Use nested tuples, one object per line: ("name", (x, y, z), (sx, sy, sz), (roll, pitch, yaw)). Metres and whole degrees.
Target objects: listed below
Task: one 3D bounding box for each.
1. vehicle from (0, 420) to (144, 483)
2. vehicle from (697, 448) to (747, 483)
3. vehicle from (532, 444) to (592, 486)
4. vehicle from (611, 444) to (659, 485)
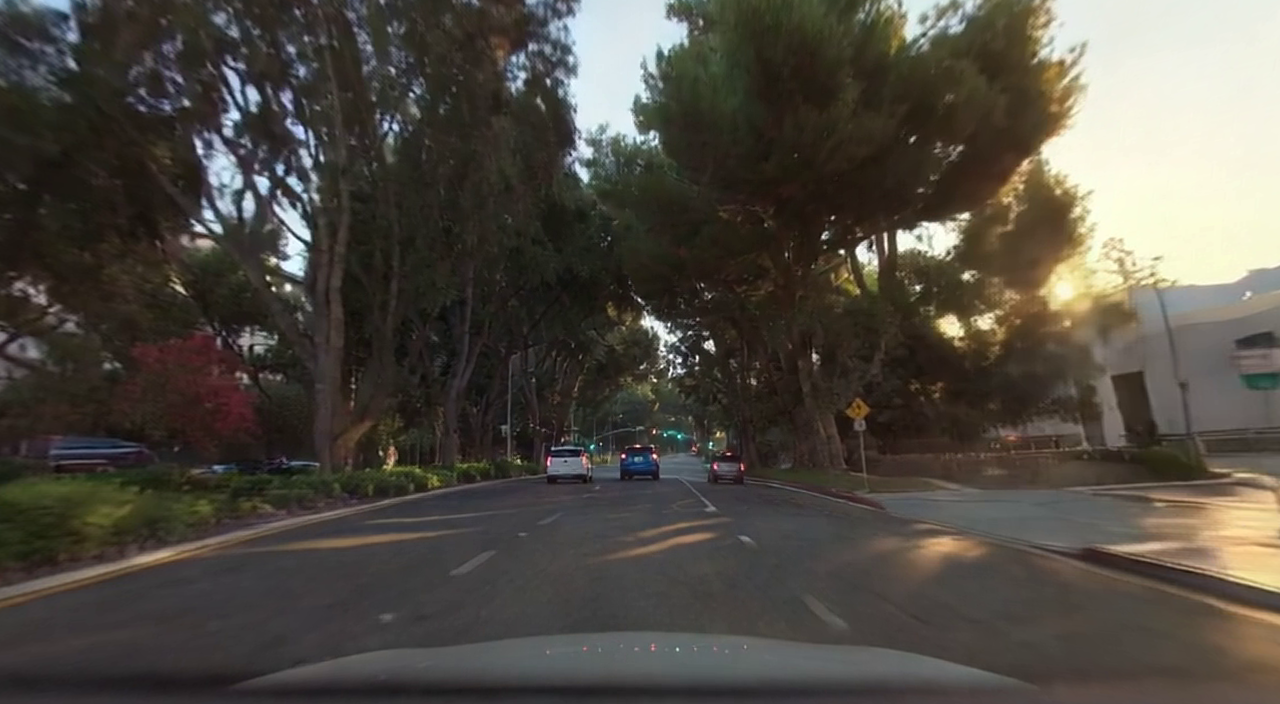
("vehicle", (-32.120, 5.359, 33.881), (2.768, 3.022, 9.215), (-1, -10, 5))
("vehicle", (3.903, 5.468, 30.618), (1.847, 1.554, 4.052), (0, -8, -1))
("vehicle", (-3.410, 5.023, 28.446), (2.047, 1.710, 4.314), (0, -8, 2))
("vehicle", (-0.163, 5.001, 28.337), (2.022, 1.700, 4.084), (0, -8, 1))
